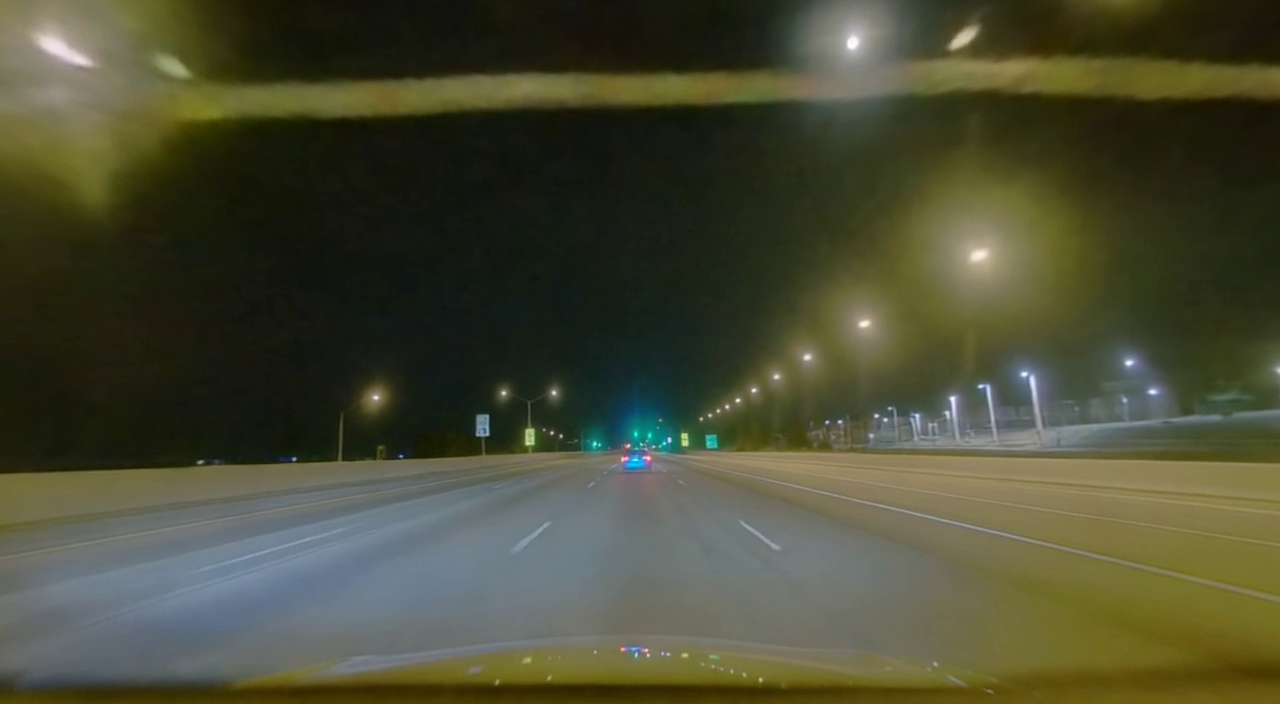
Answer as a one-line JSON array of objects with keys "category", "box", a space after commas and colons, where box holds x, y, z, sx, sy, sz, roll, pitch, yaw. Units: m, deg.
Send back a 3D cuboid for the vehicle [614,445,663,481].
[{"category": "vehicle", "box": [-0.126, 5.037, 28.874, 2.055, 1.501, 4.321, 0, -9, -2]}]
